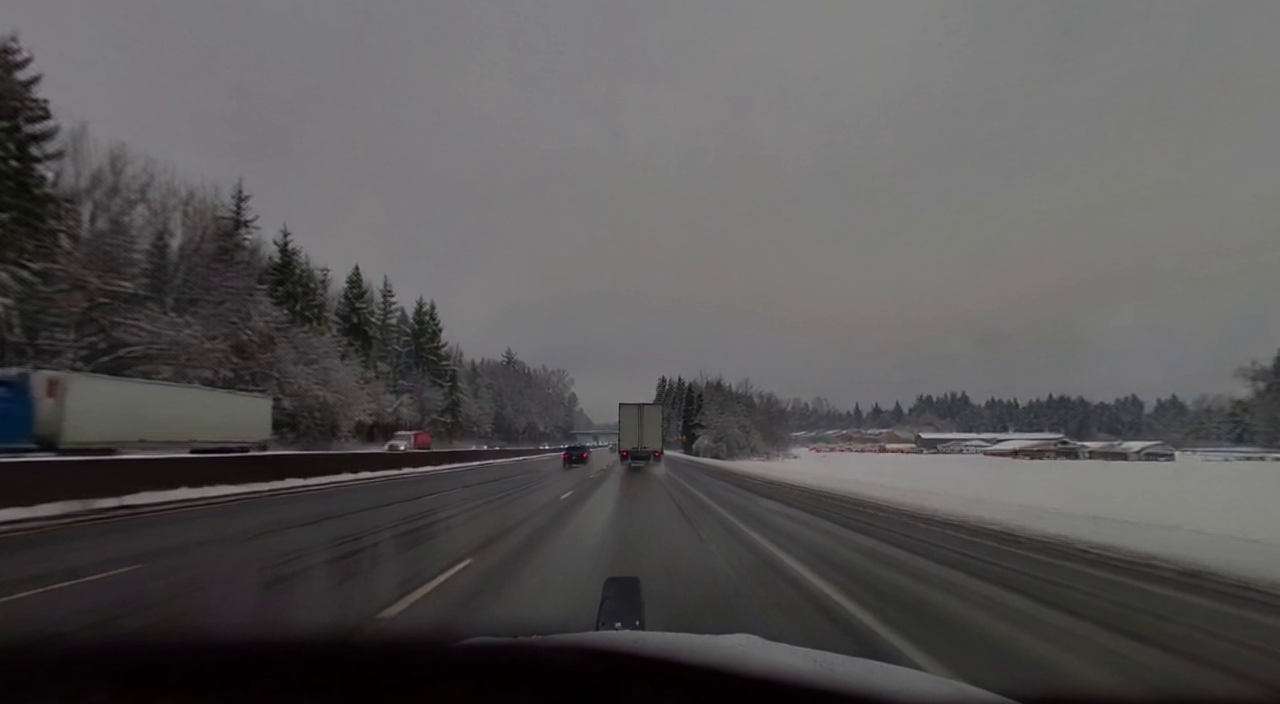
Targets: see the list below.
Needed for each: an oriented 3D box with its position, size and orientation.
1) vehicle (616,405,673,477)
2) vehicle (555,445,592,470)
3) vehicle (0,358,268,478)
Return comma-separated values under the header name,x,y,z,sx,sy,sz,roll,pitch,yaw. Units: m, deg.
name,x,y,z,sx,sy,sz,roll,pitch,yaw
vehicle,0.119,5.692,39.562,2.976,3.800,12.335,0,-9,-1
vehicle,-4.395,7.066,42.321,1.964,1.556,4.071,0,-9,0
vehicle,-23.265,3.325,28.088,3.069,3.979,17.930,0,-9,-2
